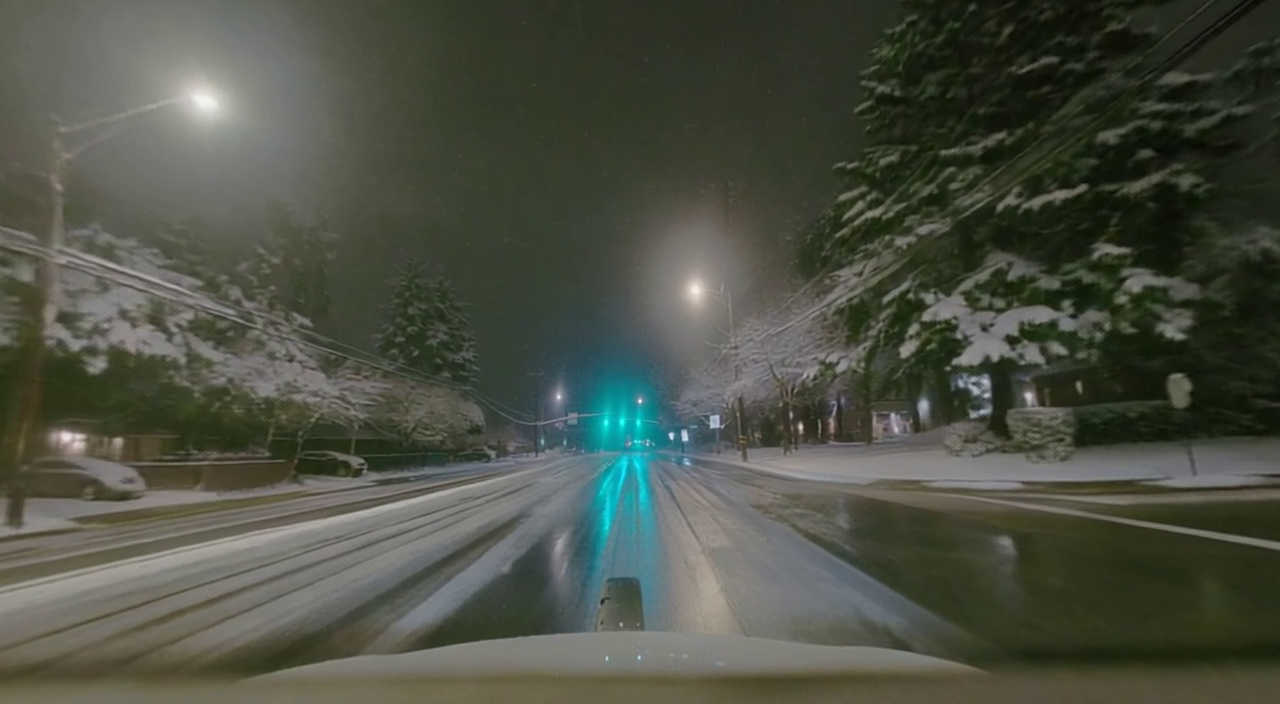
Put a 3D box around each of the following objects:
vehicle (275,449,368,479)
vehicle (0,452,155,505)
[{"bbox_3d":[-20.345,7.136,40.501,4.761,1.812,2.206,0,-9,-1],"label":"vehicle"},{"bbox_3d":[-20.151,4.426,22.389,4.171,1.728,2.069,0,-9,1],"label":"vehicle"}]
